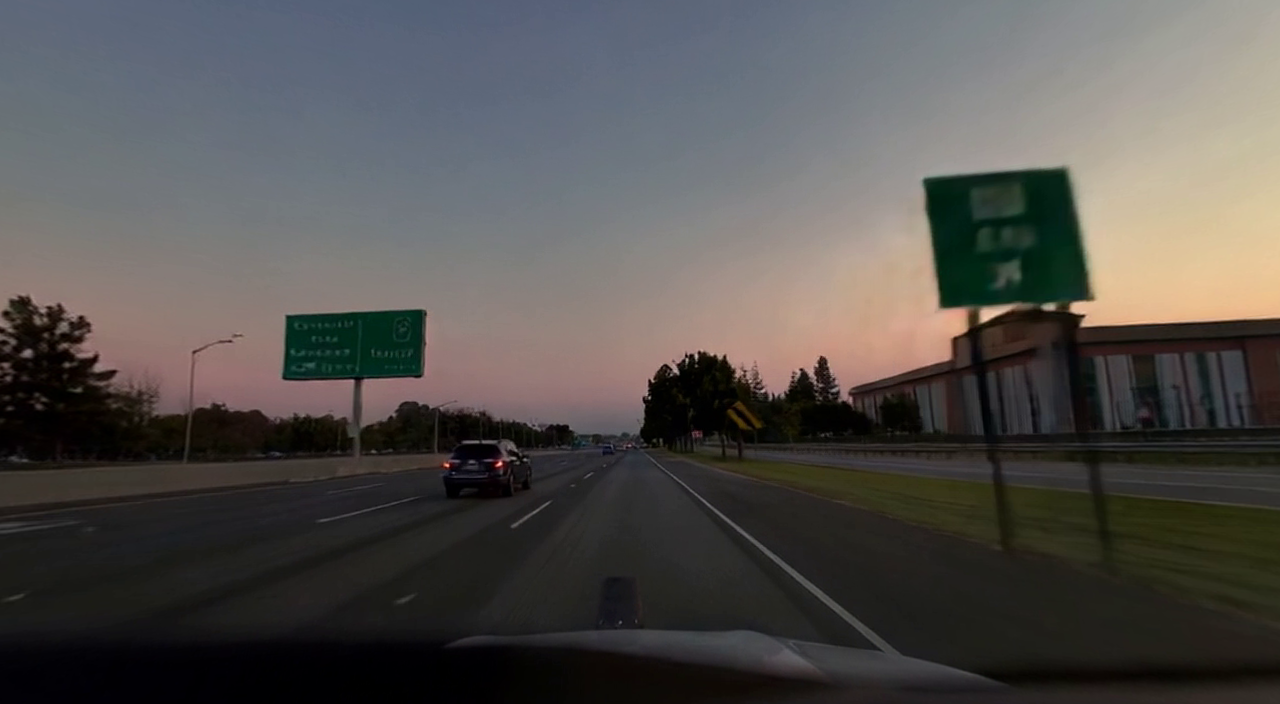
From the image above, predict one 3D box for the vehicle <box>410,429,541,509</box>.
[{"bbox_3d":[-4.053,2.961,16.522,2.150,1.761,4.697,0,-8,0],"label":"vehicle"}]
